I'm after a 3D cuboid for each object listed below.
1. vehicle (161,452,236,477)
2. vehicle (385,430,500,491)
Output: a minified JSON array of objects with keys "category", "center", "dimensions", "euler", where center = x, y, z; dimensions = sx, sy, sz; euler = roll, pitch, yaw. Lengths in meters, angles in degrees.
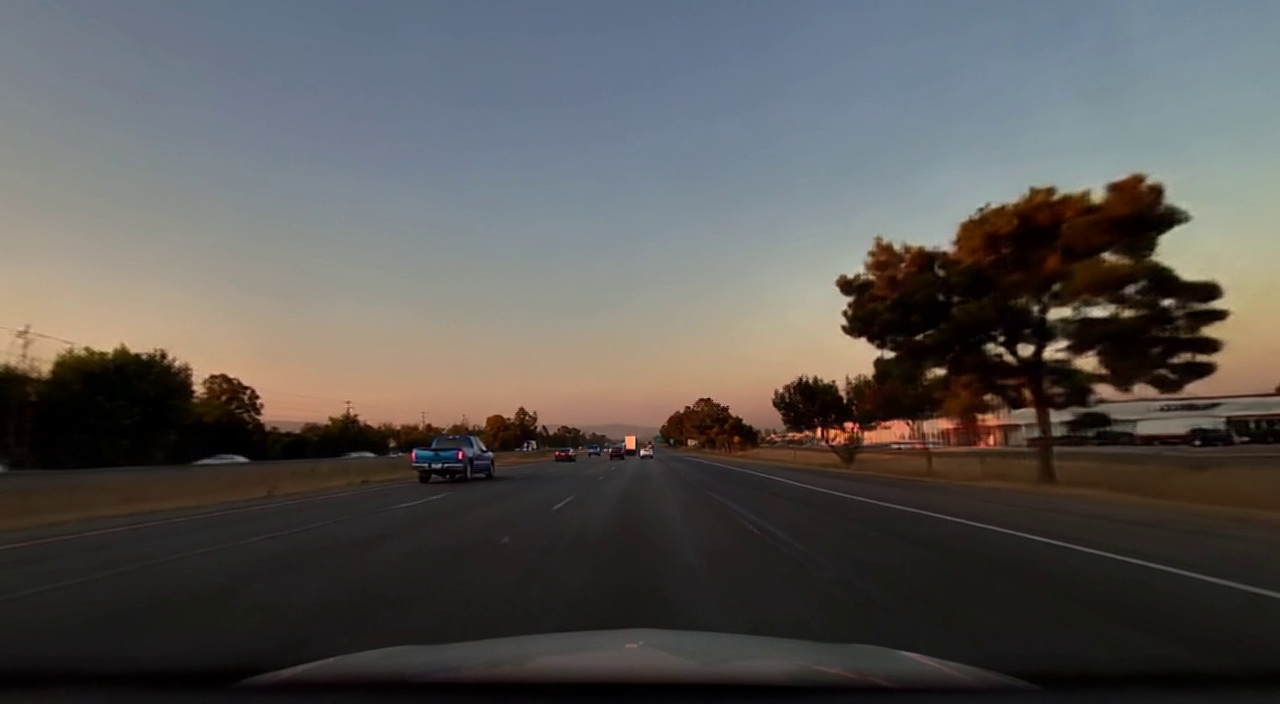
[{"category":"vehicle","center":[-33.084,8.439,47.487],"dimensions":[1.997,1.730,4.951],"euler":[0,-8,1]},{"category":"vehicle","center":[-6.917,3.874,22.999],"dimensions":[2.156,1.911,5.956],"euler":[0,-8,1]}]
